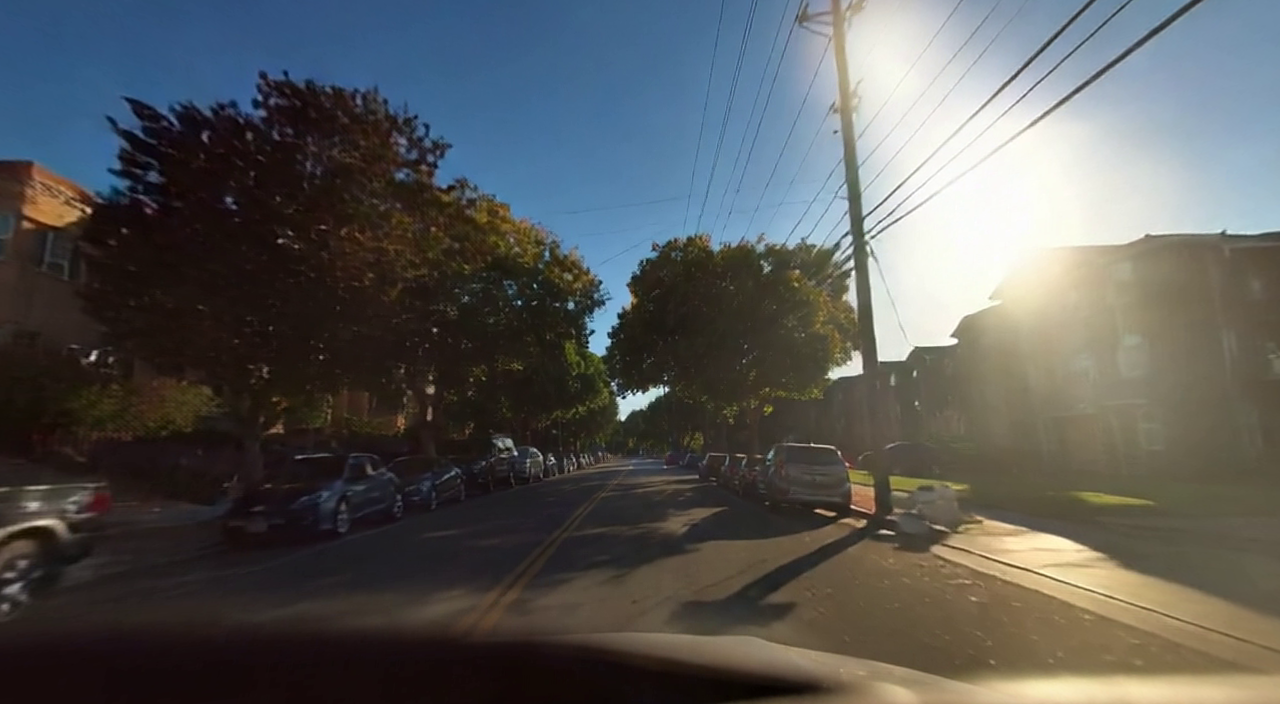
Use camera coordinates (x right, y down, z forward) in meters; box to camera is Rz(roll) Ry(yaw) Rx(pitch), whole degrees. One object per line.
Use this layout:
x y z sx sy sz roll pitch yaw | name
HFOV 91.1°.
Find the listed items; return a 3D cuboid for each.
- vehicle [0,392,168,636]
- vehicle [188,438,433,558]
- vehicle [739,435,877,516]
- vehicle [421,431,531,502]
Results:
-6.194 1.201 3.845 2.063 1.936 5.919 -4 -8 0 | vehicle
-6.071 2.664 12.476 2.247 1.698 4.944 -3 -7 0 | vehicle
4.013 3.019 15.888 2.328 1.730 4.225 0 -8 0 | vehicle
-5.989 4.177 23.860 2.376 2.219 6.021 -2 -7 2 | vehicle
